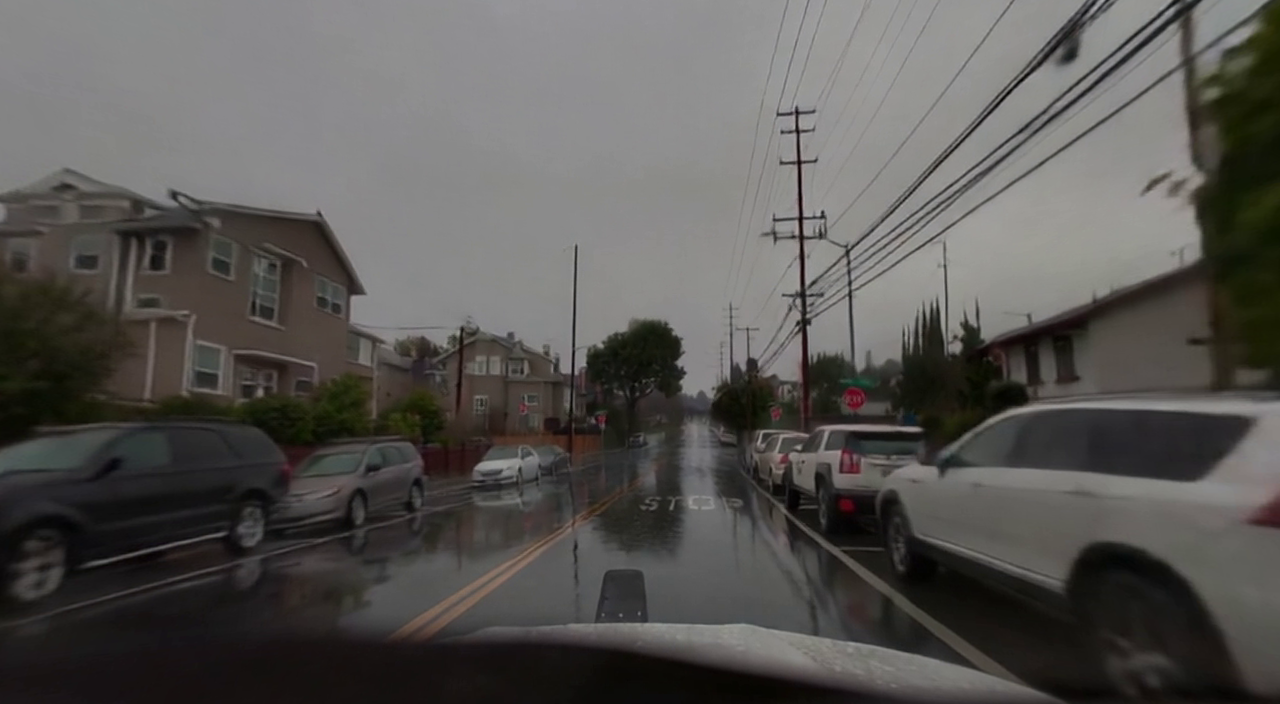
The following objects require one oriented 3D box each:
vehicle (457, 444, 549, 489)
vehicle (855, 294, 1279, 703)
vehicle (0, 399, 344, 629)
[{"bbox_3d":[-4.866,4.107,23.189,2.098,1.454,4.449,-1,-8,4],"label":"vehicle"},{"bbox_3d":[3.169,1.028,3.771,2.251,1.824,5.504,-1,-8,5],"label":"vehicle"},{"bbox_3d":[-6.451,1.728,7.795,2.359,1.947,5.833,-1,-8,5],"label":"vehicle"}]
